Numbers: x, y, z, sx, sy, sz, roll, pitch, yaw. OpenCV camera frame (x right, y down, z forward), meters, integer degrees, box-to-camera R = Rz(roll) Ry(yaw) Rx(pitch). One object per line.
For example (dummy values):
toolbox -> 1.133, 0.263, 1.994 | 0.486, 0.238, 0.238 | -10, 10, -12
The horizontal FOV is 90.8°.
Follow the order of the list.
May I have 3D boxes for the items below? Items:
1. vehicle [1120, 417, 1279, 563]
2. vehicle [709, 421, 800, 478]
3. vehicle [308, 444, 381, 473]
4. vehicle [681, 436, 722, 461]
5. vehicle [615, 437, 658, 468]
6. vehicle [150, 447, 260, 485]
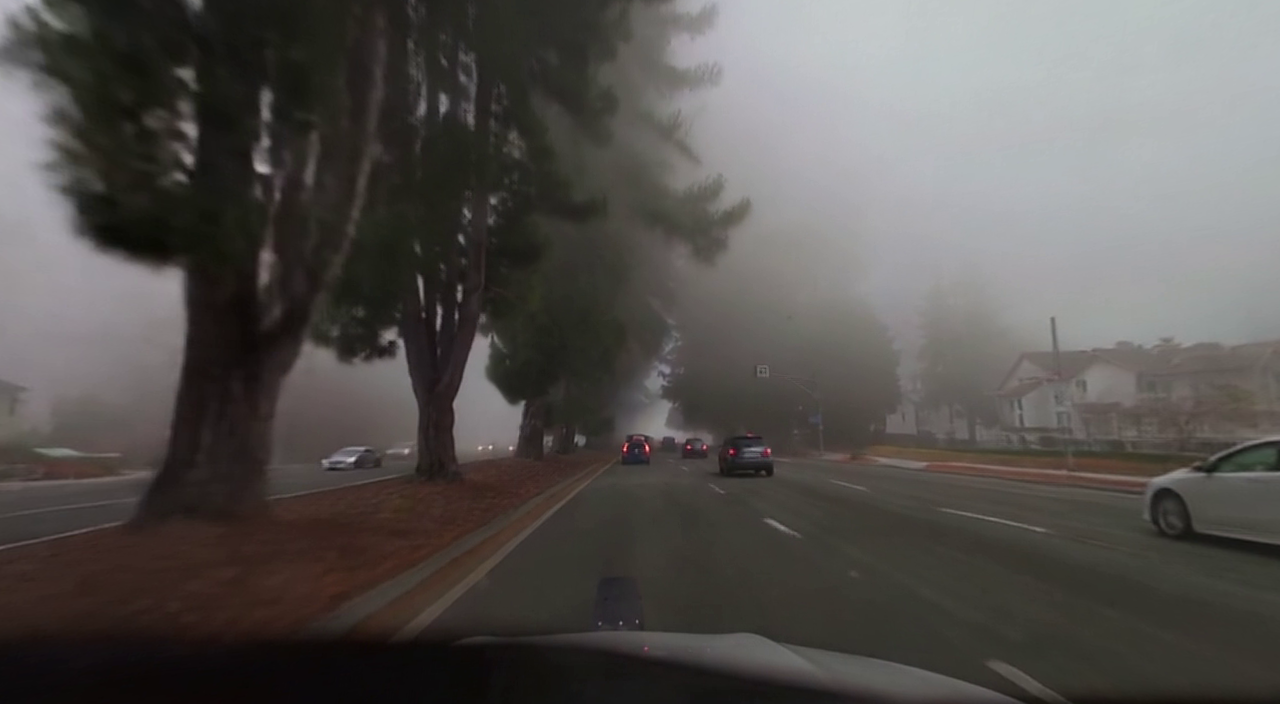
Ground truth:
vehicle -> 7.596, 1.431, 6.542 | 1.949, 1.492, 4.103 | 0, -9, -1
vehicle -> 3.916, 3.474, 22.576 | 2.209, 1.813, 4.724 | 0, -9, -2
vehicle -> -15.755, 5.677, 33.949 | 1.825, 1.467, 4.364 | 0, -9, 0
vehicle -> 3.790, 6.075, 39.655 | 2.064, 1.474, 4.389 | 0, -9, -1
vehicle -> -0.162, 4.972, 31.414 | 1.988, 1.418, 4.214 | 0, -9, -1
vehicle -> -19.361, 5.058, 28.412 | 1.887, 1.552, 4.301 | 0, -9, 0
